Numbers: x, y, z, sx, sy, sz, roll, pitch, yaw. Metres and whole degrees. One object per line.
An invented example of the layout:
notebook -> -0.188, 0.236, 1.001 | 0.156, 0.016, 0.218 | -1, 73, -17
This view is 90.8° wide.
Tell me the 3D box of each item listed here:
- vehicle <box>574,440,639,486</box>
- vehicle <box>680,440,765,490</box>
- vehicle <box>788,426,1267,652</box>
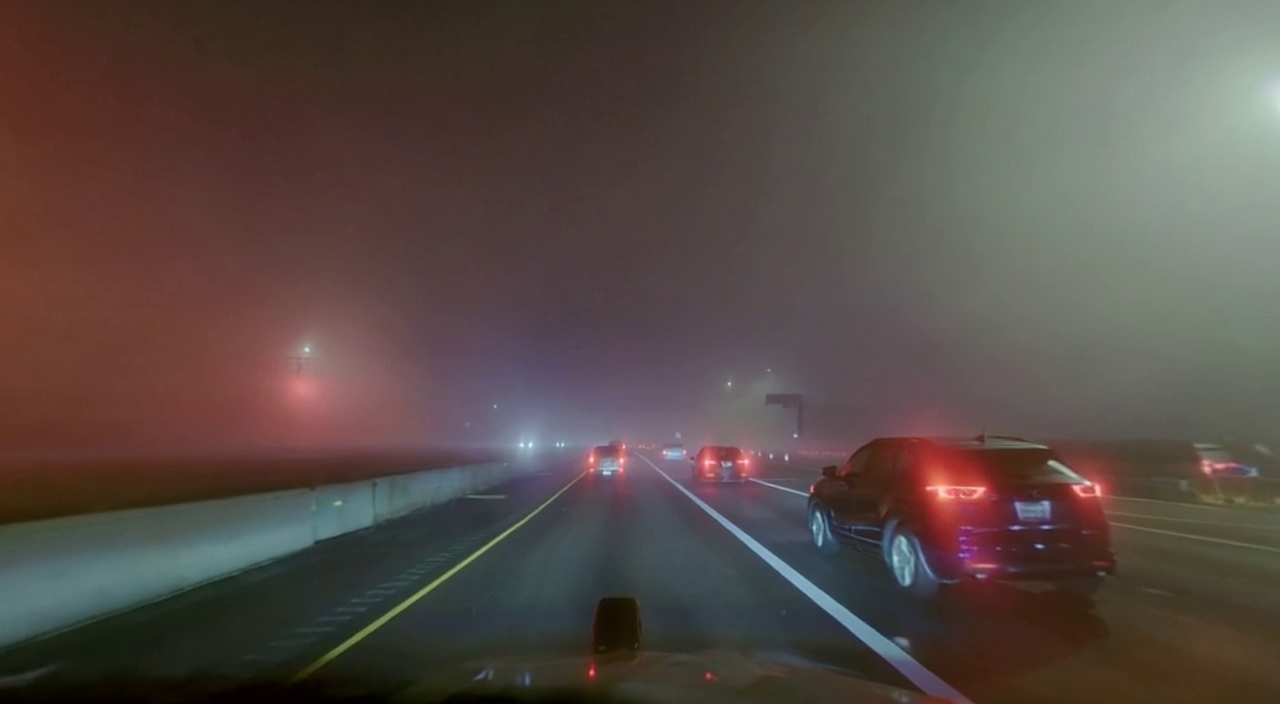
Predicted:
vehicle -> -1.113, 3.857, 22.260 | 2.069, 1.470, 4.004 | 0, -9, -1
vehicle -> 2.581, 3.690, 20.959 | 2.042, 1.460, 4.451 | 0, -9, -2
vehicle -> 3.059, 1.547, 6.344 | 1.996, 1.455, 4.281 | 0, -9, -2
